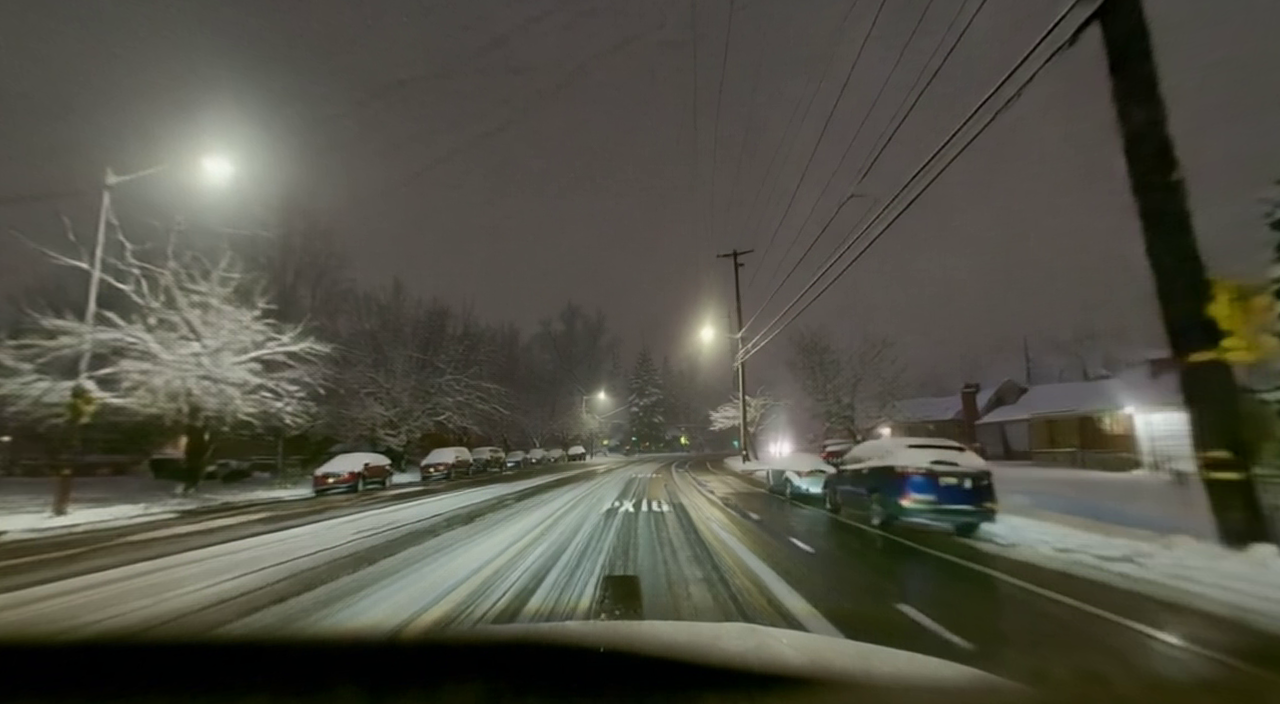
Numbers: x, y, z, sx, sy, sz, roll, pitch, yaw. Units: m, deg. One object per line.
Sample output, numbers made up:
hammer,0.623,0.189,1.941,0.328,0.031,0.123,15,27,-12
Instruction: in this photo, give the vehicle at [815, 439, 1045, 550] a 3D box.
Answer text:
vehicle,5.149,2.565,12.221,2.009,1.649,5.156,0,-9,0

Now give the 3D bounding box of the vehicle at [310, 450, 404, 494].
vehicle,-12.029,5.120,27.127,1.907,1.612,4.594,-3,-10,0

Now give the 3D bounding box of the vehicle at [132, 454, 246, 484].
vehicle,-23.193,6.012,32.513,4.326,1.468,2.025,0,-9,1

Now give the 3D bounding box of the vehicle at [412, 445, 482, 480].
vehicle,-11.543,6.665,38.196,2.225,1.887,5.672,-3,-9,3
